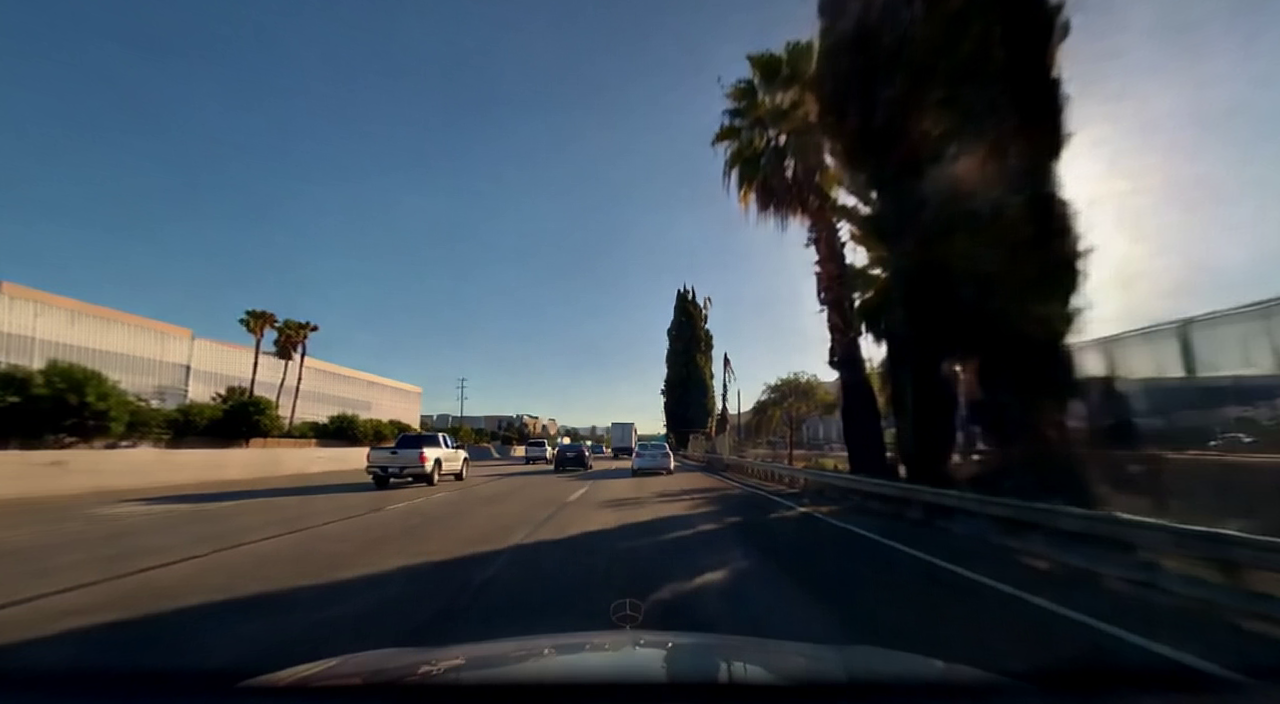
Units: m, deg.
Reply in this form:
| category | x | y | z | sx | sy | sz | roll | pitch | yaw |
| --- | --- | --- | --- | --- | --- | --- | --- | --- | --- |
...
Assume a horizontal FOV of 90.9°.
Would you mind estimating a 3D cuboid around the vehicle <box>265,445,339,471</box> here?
| category | x | y | z | sx | sy | sz | roll | pitch | yaw |
| --- | --- | --- | --- | --- | --- | --- | --- | --- | --- |
| vehicle | -19.987 | 6.244 | 37.489 | 1.916 | 1.441 | 4.343 | 0 | -8 | 1 |

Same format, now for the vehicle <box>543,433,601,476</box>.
| category | x | y | z | sx | sy | sz | roll | pitch | yaw |
| --- | --- | --- | --- | --- | --- | --- | --- | --- | --- |
| vehicle | -3.099 | 4.809 | 29.870 | 2.108 | 1.832 | 4.549 | 0 | -8 | 2 |

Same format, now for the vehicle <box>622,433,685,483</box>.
| category | x | y | z | sx | sy | sz | roll | pitch | yaw |
| --- | --- | --- | --- | --- | --- | --- | --- | --- | --- |
| vehicle | 0.465 | 3.928 | 23.709 | 2.136 | 1.678 | 4.052 | 0 | -8 | 0 |

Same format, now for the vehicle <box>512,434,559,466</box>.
| category | x | y | z | sx | sy | sz | roll | pitch | yaw |
| --- | --- | --- | --- | --- | --- | --- | --- | --- | --- |
| vehicle | -6.837 | 6.476 | 41.755 | 2.085 | 1.932 | 4.967 | -1 | -8 | 2 |

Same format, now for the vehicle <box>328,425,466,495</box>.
| category | x | y | z | sx | sy | sz | roll | pitch | yaw |
| --- | --- | --- | --- | --- | --- | --- | --- | --- | --- |
| vehicle | -6.953 | 3.151 | 18.714 | 2.105 | 1.790 | 4.689 | 0 | -8 | 1 |

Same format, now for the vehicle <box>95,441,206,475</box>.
| category | x | y | z | sx | sy | sz | roll | pitch | yaw |
| --- | --- | --- | --- | --- | --- | --- | --- | --- | --- |
| vehicle | -23.894 | 5.150 | 31.000 | 1.851 | 1.503 | 4.403 | 0 | -8 | 1 |
